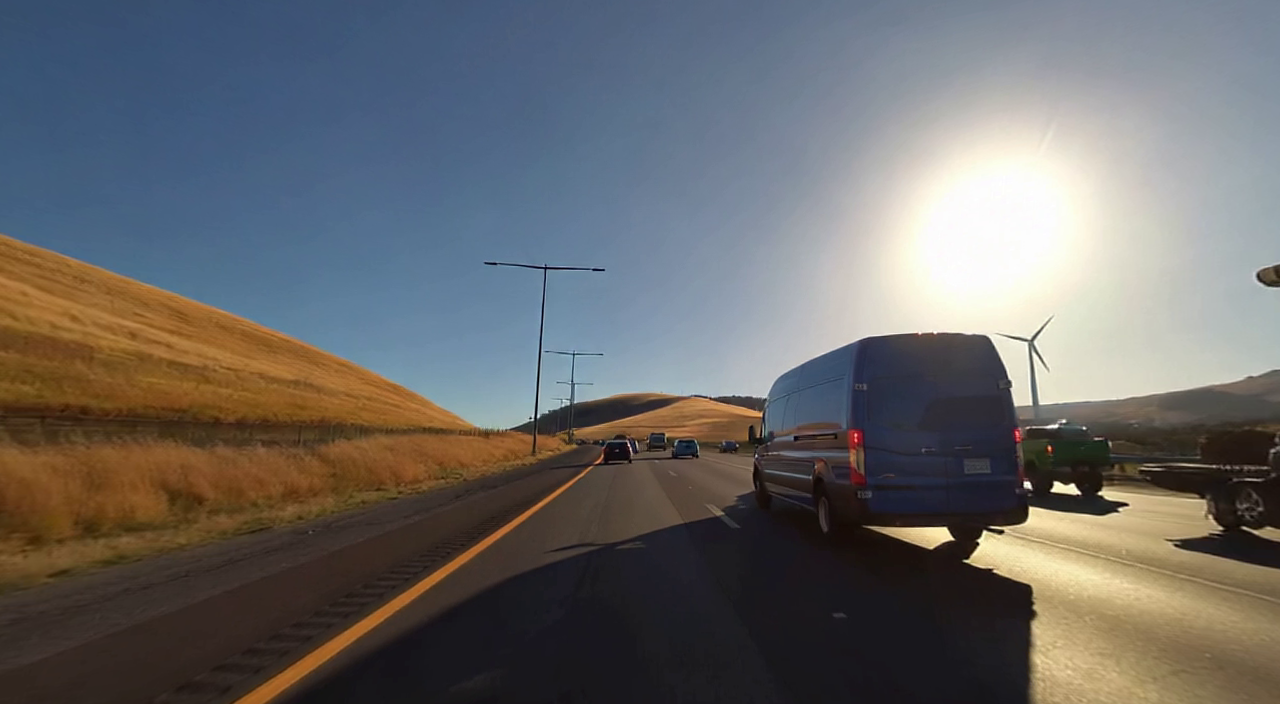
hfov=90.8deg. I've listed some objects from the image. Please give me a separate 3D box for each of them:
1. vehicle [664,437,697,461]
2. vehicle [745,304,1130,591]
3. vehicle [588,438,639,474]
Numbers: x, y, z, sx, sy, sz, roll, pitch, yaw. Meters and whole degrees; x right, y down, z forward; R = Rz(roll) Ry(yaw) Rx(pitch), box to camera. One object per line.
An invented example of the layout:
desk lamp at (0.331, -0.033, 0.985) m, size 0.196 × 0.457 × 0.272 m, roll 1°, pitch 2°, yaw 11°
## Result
vehicle at (2.983, 7.229, 47.314) m, size 2.108 × 1.717 × 3.996 m, roll 0°, pitch -8°, yaw -2°
vehicle at (3.186, 1.264, 8.706) m, size 2.365 × 2.630 × 5.754 m, roll 0°, pitch -8°, yaw -1°
vehicle at (-1.134, 4.595, 28.070) m, size 2.082 × 1.445 × 3.826 m, roll 0°, pitch -8°, yaw -1°
